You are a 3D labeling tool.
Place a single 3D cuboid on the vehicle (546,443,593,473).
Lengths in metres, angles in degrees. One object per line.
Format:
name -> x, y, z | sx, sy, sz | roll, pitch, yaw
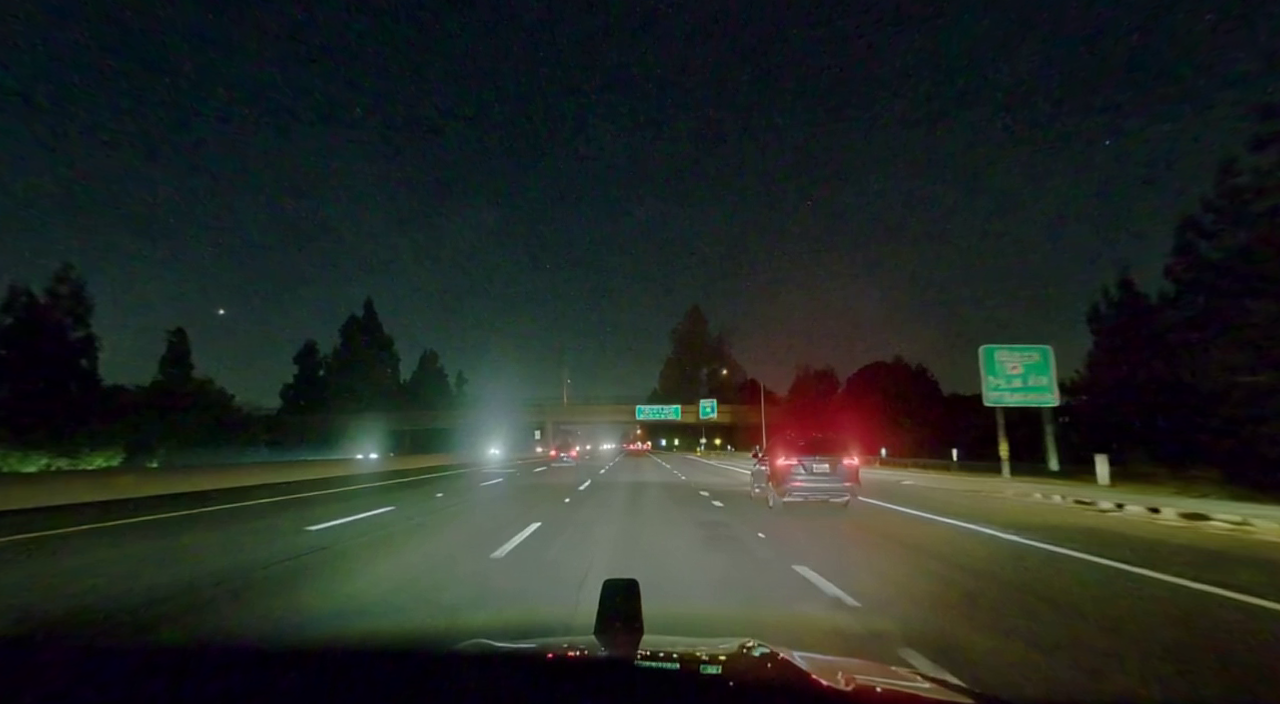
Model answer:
vehicle -> -3.882, 5.950, 35.660 | 2.091, 1.544, 4.409 | 0, -8, 1
